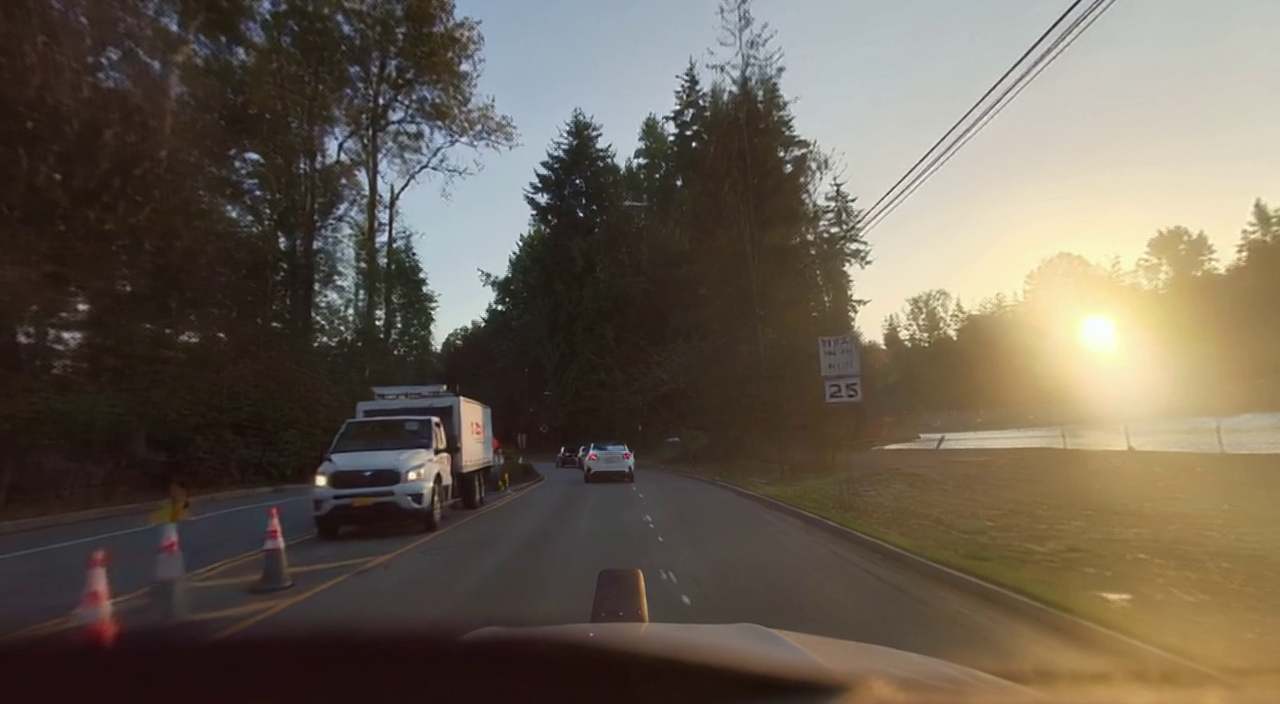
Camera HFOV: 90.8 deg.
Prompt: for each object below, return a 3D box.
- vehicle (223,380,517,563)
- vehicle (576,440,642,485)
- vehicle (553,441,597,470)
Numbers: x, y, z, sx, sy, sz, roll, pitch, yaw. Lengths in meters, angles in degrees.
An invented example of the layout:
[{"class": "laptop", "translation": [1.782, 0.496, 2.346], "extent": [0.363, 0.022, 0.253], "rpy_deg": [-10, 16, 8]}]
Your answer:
[{"class": "vehicle", "translation": [-3.668, 1.814, 10.365], "extent": [2.671, 2.053, 6.074], "rpy_deg": [1, -9, -6]}, {"class": "vehicle", "translation": [-1.254, 4.031, 23.393], "extent": [2.186, 1.463, 4.356], "rpy_deg": [1, -9, -6]}, {"class": "vehicle", "translation": [-3.772, 5.865, 35.872], "extent": [2.014, 1.510, 3.841], "rpy_deg": [2, -9, -13]}]
